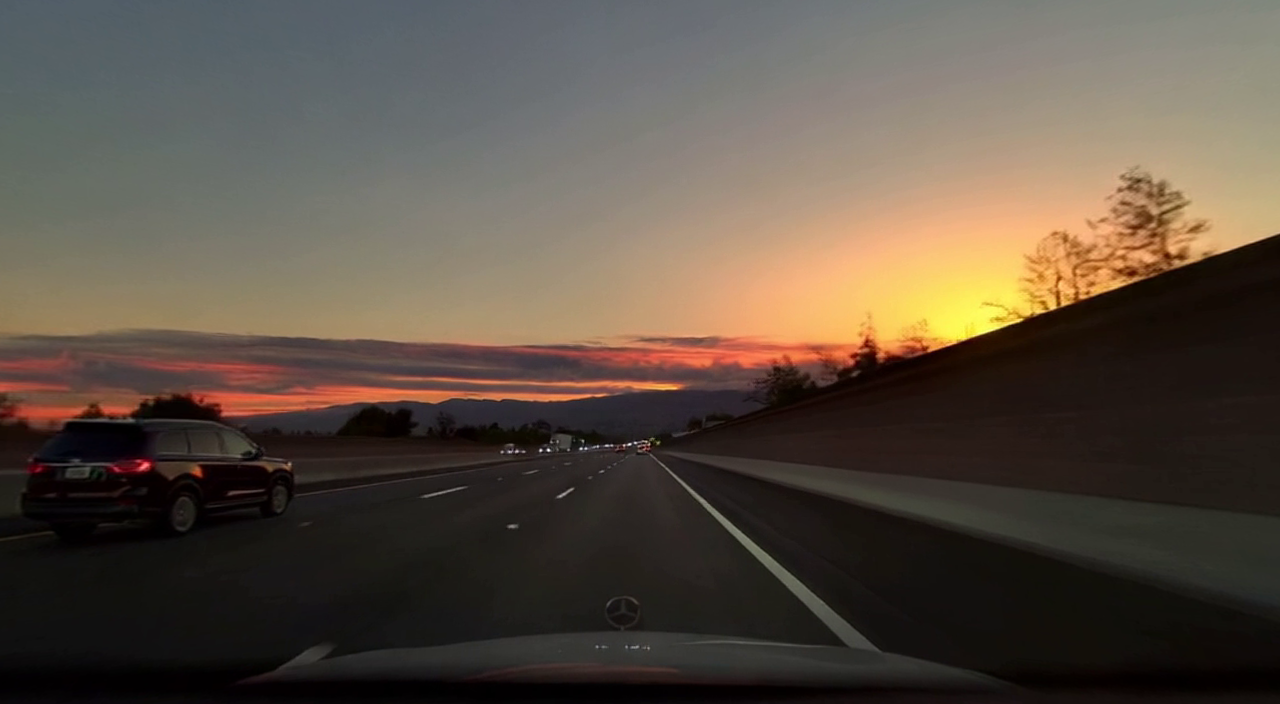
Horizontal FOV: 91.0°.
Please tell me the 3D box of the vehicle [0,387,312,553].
[{"bbox_3d":[-7.666,1.755,9.990,2.163,1.947,4.959,0,-9,0],"label":"vehicle"}]
